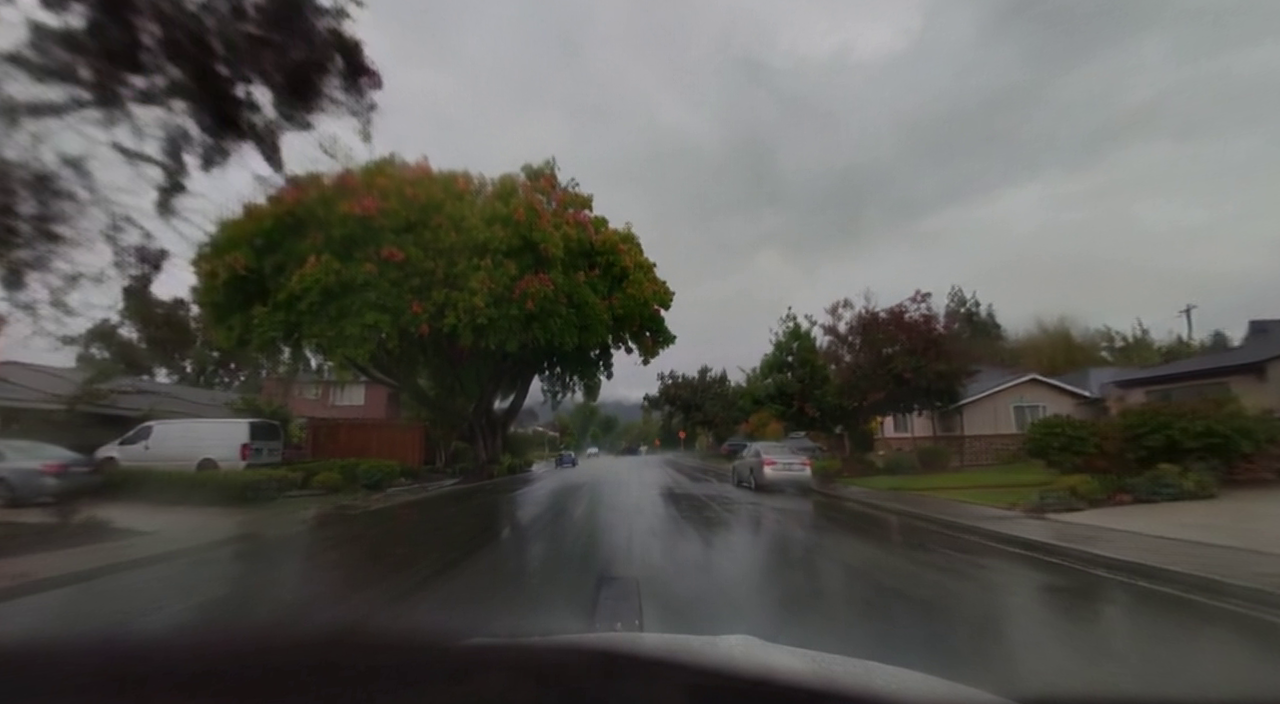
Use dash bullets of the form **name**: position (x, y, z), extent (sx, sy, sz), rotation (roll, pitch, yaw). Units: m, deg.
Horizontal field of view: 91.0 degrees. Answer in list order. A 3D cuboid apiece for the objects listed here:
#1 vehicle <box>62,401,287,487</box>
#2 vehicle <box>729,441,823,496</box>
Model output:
- **vehicle**: position (-16.524, 3.321, 22.563), extent (6.381, 2.645, 2.703), rotation (-3, -9, 10)
- **vehicle**: position (4.075, 3.547, 19.576), extent (2.011, 1.521, 4.292), rotation (0, -9, 1)
